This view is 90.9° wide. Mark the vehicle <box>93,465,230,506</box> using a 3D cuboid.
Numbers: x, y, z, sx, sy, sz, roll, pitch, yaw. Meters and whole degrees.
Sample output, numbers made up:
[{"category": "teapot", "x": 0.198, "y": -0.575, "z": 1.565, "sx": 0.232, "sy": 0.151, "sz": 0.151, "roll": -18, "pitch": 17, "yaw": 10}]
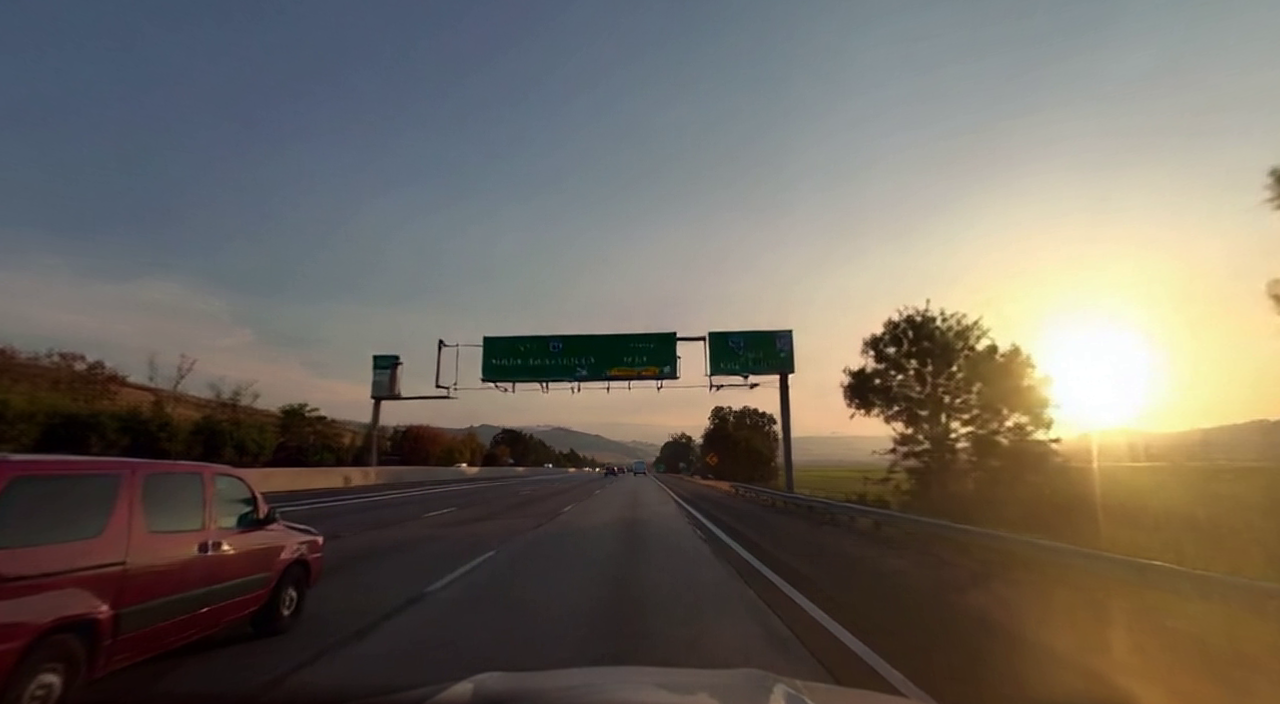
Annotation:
[{"category": "vehicle", "x": -19.166, "y": 5.339, "z": 25.558, "sx": 1.862, "sy": 1.447, "sz": 4.666, "roll": 1, "pitch": -10, "yaw": 0}]
